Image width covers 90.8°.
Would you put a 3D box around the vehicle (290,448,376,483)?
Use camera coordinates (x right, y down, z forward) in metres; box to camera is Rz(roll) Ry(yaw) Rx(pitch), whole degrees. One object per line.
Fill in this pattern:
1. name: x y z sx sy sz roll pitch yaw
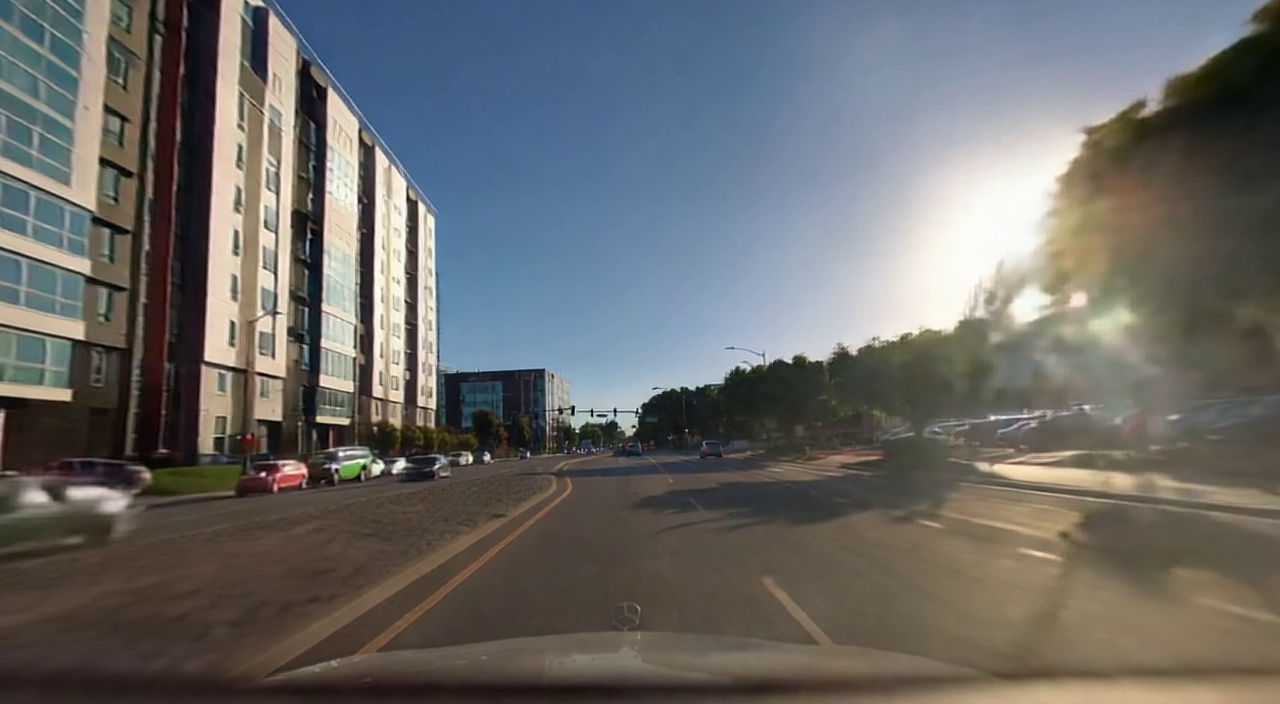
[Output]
1. vehicle: -19.430 7.187 40.486 2.373 2.077 6.457 0 -9 -1

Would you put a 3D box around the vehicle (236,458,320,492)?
1. vehicle: -19.259 6.538 33.895 1.869 1.606 4.617 0 -9 -2

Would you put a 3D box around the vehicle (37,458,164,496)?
1. vehicle: -29.780 6.883 35.205 2.344 1.784 5.438 -1 -9 -1

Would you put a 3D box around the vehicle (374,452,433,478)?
1. vehicle: -15.274 7.300 41.080 1.955 1.516 4.849 0 -9 0
